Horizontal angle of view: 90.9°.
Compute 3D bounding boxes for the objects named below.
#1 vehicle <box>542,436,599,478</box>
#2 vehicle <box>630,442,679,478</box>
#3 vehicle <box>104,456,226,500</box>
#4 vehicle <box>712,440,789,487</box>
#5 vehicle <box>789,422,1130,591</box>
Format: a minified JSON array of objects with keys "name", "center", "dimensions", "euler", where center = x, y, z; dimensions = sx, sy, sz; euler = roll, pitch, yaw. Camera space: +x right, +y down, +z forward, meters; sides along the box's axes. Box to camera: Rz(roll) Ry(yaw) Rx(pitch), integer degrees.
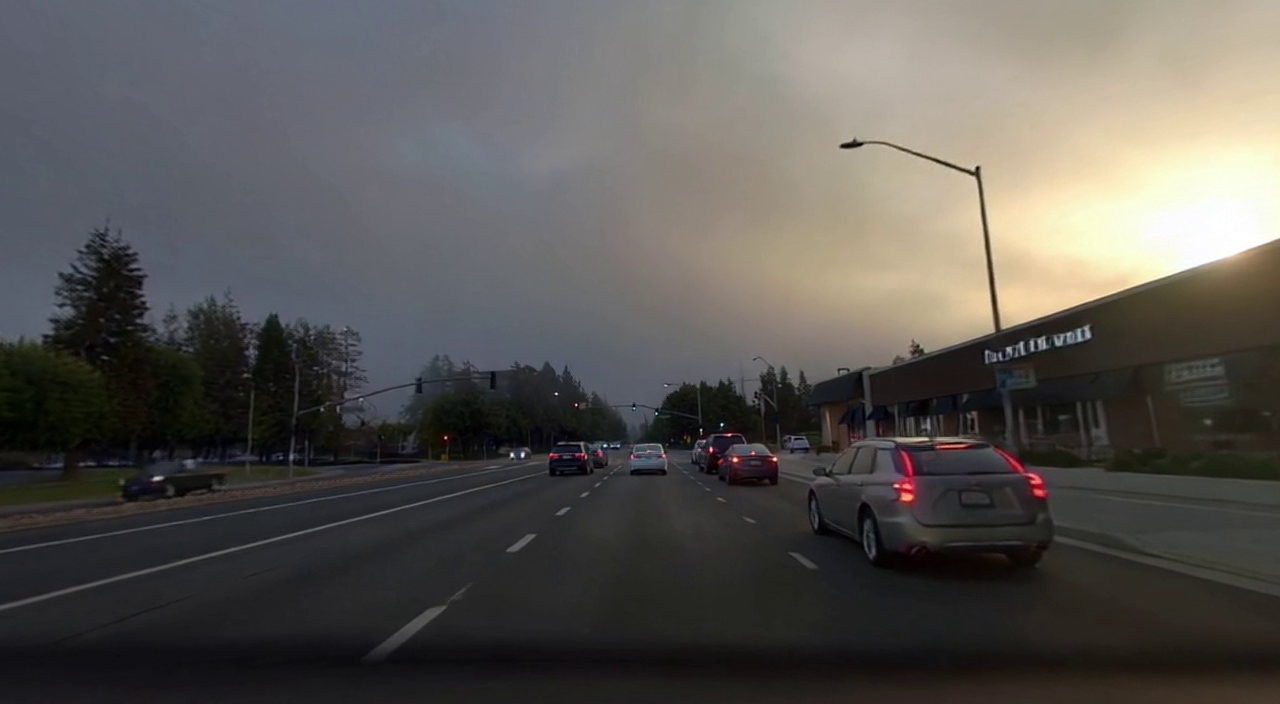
[{"name":"vehicle","center":[-3.084,4.767,28.848],"dimensions":[2.023,1.720,4.452],"euler":[0,-8,1]},{"name":"vehicle","center":[0.607,4.714,27.749],"dimensions":[1.971,1.433,3.923],"euler":[0,-8,1]},{"name":"vehicle","center":[-22.402,5.920,30.053],"dimensions":[2.025,1.802,4.848],"euler":[0,-8,0]},{"name":"vehicle","center":[3.746,3.860,22.177],"dimensions":[1.913,1.463,4.198],"euler":[0,-8,-1]},{"name":"vehicle","center":[3.338,1.692,7.801],"dimensions":[1.948,1.474,4.360],"euler":[0,-8,0]}]
